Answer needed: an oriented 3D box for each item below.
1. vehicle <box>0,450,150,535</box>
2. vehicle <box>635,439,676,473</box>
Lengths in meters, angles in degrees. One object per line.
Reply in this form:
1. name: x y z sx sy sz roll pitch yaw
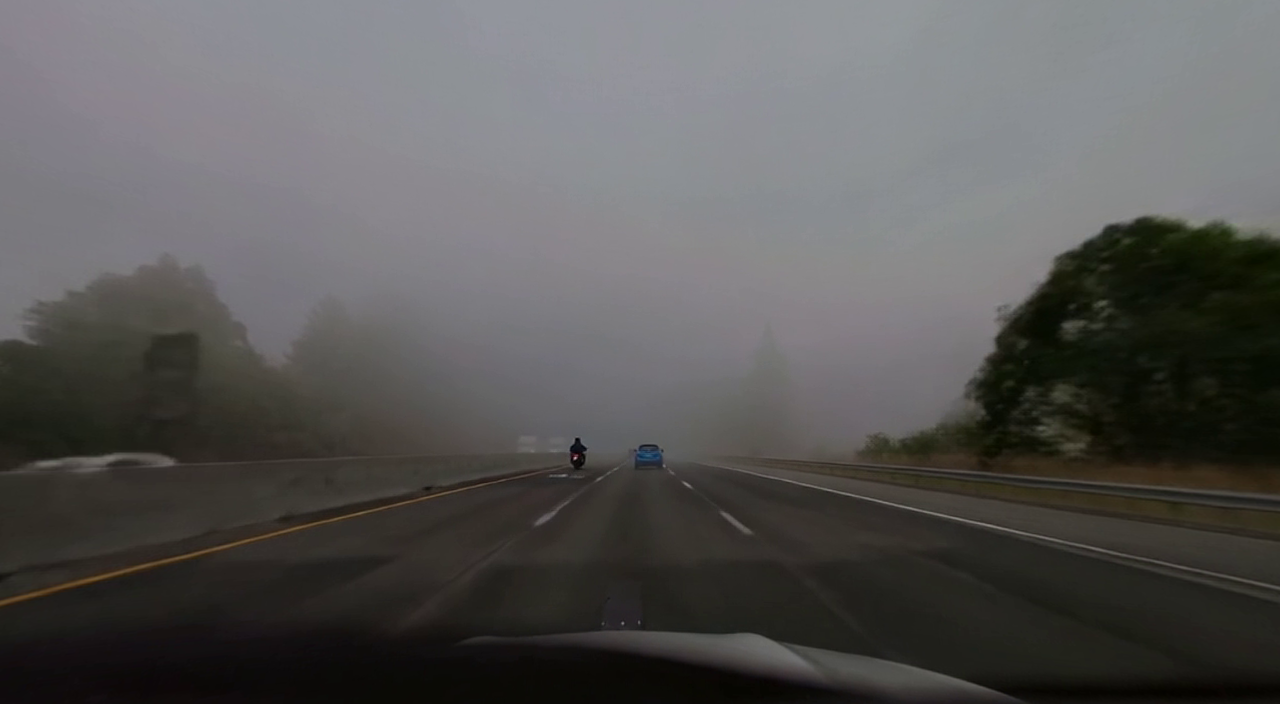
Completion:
1. vehicle: -12.202 2.631 12.081 2.009 1.464 4.489 0 -9 0
2. vehicle: 0.852 6.009 36.572 2.247 1.825 4.036 0 -9 1
